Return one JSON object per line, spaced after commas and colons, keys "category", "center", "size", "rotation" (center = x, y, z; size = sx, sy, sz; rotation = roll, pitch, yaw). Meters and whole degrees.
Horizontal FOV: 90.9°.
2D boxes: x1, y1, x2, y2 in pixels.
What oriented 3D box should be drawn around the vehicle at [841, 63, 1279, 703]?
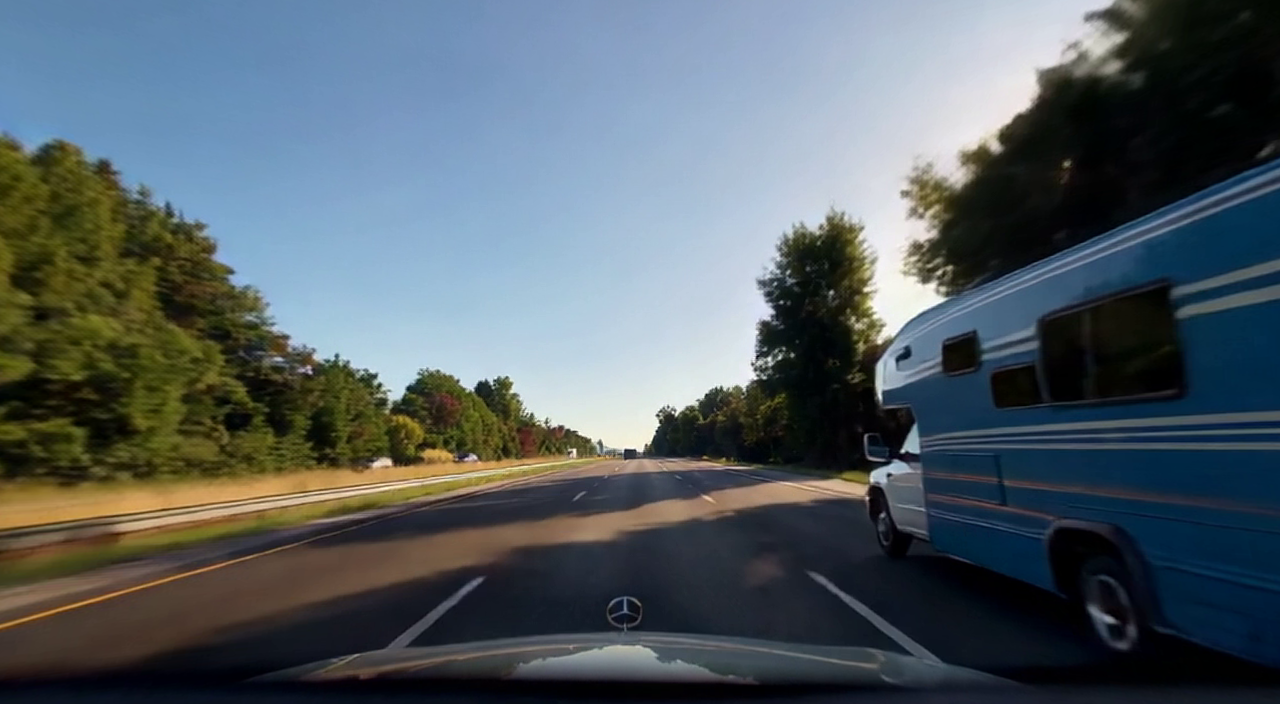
{"category": "vehicle", "center": [3.745, 0.559, 4.308], "size": [2.556, 2.763, 6.287], "rotation": [0, -9, -1]}
